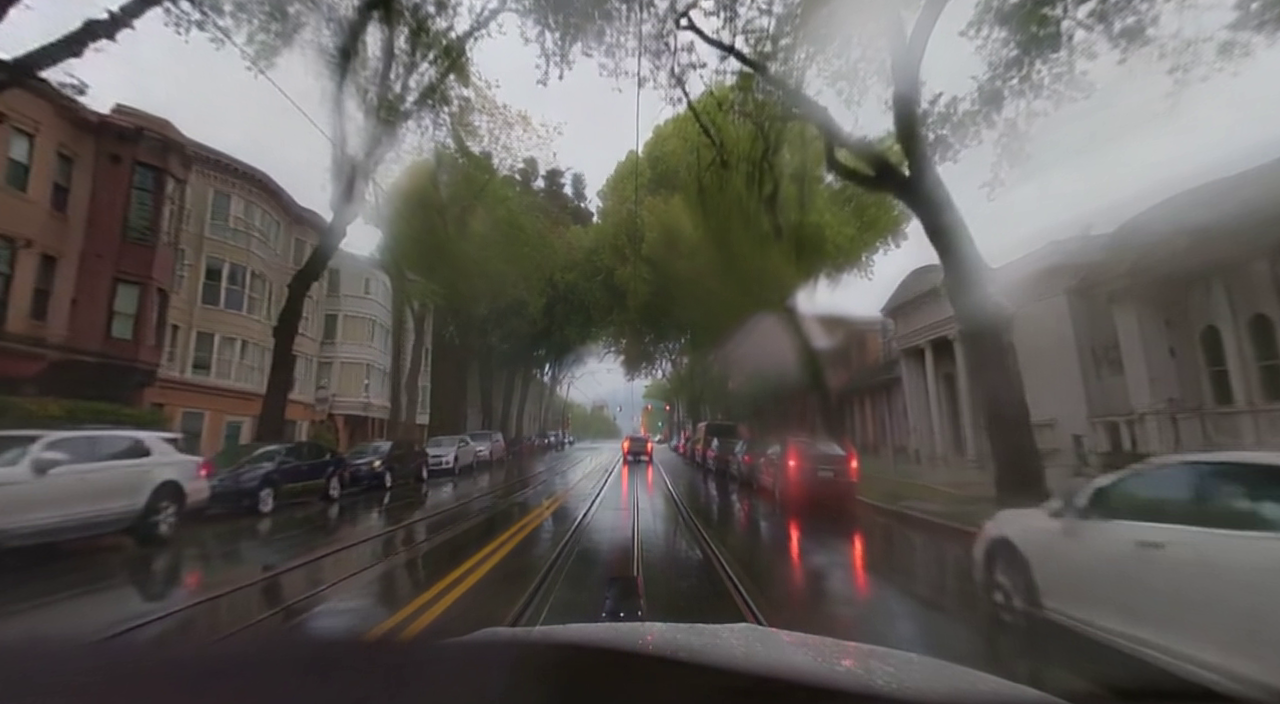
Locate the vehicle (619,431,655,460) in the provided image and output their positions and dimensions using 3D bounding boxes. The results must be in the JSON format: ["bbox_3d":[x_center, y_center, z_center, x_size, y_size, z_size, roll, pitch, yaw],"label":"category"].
[{"bbox_3d":[-0.187,5.383,36.341,1.984,1.571,3.404,0,-9,0],"label":"vehicle"}]

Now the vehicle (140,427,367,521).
[{"bbox_3d":[-7.332,2.393,12.659,1.756,1.492,4.426,1,-10,-1],"label":"vehicle"}]

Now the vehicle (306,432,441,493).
[{"bbox_3d":[-7.378,3.104,18.125,1.833,1.477,4.851,0,-9,-1],"label":"vehicle"}]

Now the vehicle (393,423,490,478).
[{"bbox_3d":[-7.289,3.695,23.820,2.049,1.821,5.066,0,-9,0],"label":"vehicle"}]

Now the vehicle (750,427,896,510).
[{"bbox_3d":[3.865,2.541,14.208,1.890,1.559,4.281,0,-9,-2],"label":"vehicle"}]

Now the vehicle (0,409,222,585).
[{"bbox_3d":[-7.316,1.535,7.208,1.861,1.751,4.550,1,-6,2],"label":"vehicle"}]

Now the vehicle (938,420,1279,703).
[{"bbox_3d":[3.815,1.187,3.787,1.838,1.475,4.163,0,-9,-3],"label":"vehicle"}]
